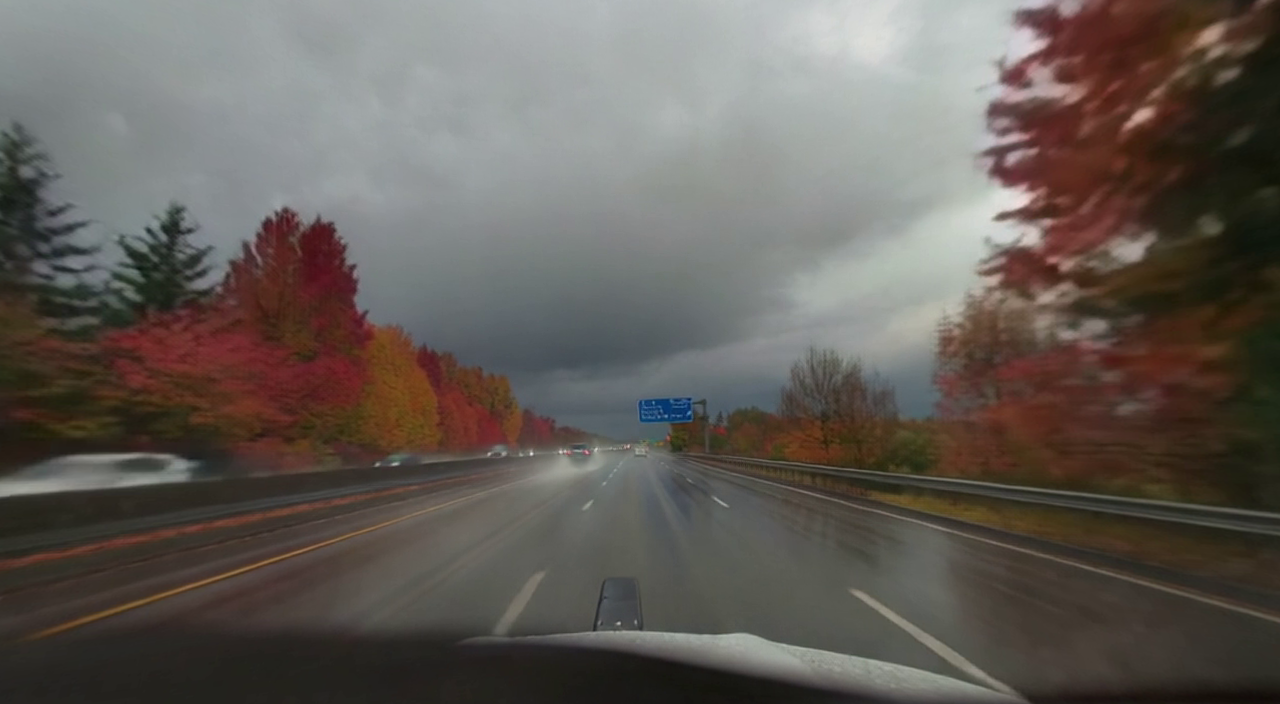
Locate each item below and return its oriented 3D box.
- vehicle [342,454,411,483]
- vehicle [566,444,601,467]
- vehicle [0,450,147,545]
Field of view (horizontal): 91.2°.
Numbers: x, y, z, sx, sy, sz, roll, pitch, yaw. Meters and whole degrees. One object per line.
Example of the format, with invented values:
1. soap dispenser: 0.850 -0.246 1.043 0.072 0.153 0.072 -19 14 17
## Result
1. vehicle: -14.890 6.562 35.657 1.882 1.484 4.531 -1 -9 1
2. vehicle: -4.071 7.590 45.986 2.153 1.577 4.707 0 -9 0
3. vehicle: -11.229 2.488 10.969 1.859 1.504 4.035 0 -9 0
